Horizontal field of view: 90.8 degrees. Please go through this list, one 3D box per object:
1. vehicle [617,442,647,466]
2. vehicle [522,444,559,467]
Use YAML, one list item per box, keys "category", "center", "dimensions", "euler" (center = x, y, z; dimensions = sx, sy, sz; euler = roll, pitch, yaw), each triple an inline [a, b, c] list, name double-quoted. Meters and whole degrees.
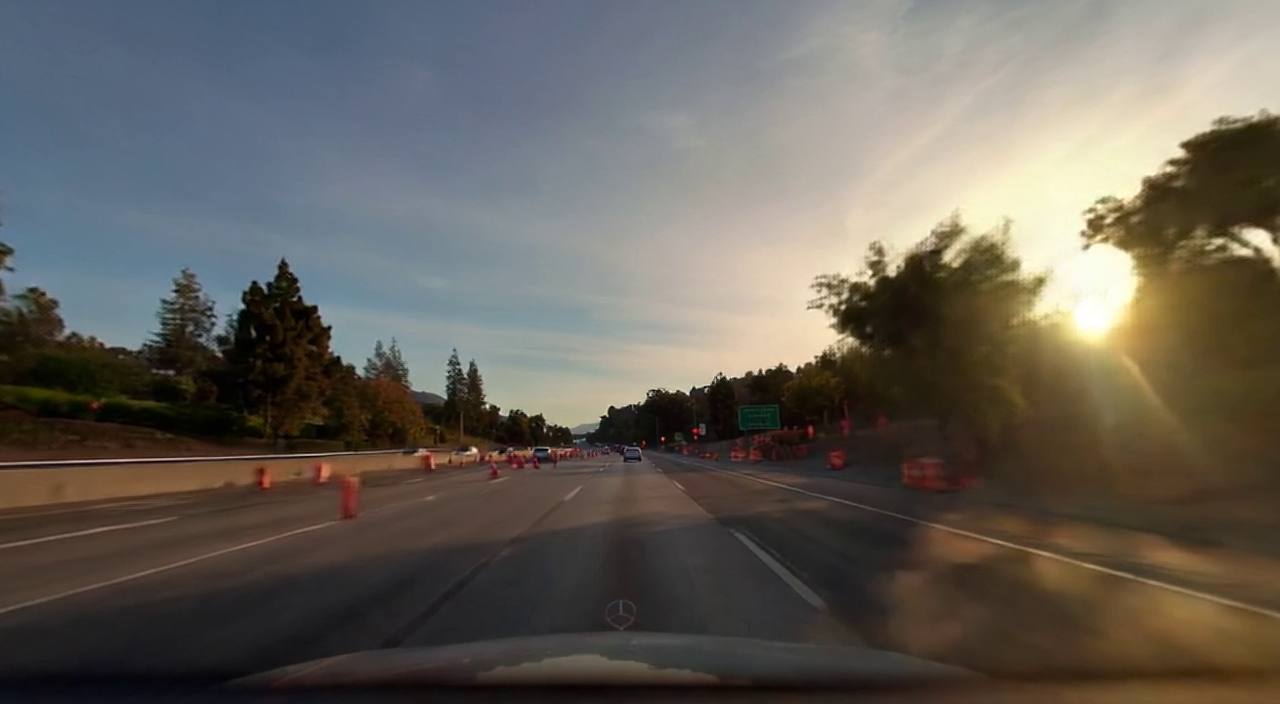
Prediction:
- category: "vehicle"
  center: [-0.580, 7.352, 45.664]
  dimensions: [2.109, 1.638, 3.856]
  euler: [0, -9, -1]
- category: "vehicle"
  center: [-6.971, 7.311, 44.727]
  dimensions: [1.997, 1.507, 4.248]
  euler: [0, -9, 0]
